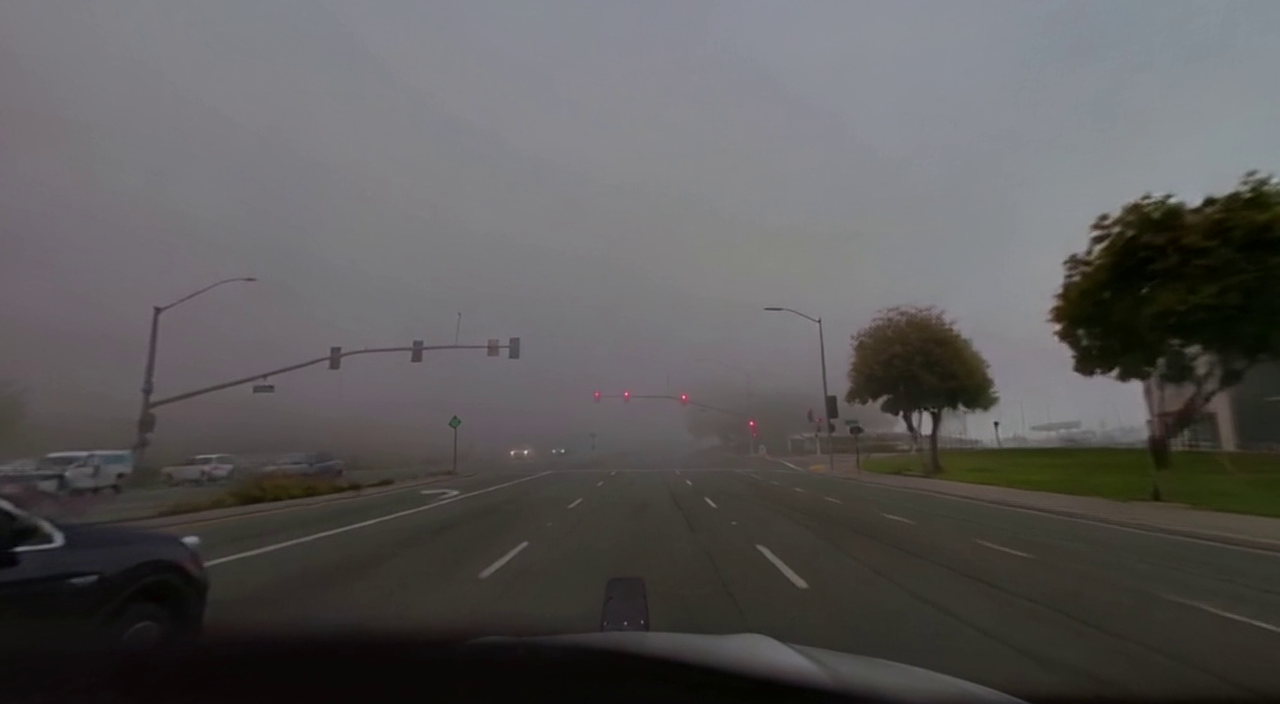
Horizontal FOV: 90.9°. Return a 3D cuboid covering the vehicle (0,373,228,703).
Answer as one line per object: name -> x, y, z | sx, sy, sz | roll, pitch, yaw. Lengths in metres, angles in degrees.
vehicle -> -3.269, 0.661, 0.806 | 2.162, 1.549, 4.795 | 0, -8, 1

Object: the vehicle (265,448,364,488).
vehicle -> -14.621, 5.189, 28.618 | 2.059, 1.648, 4.420 | 0, -8, 1
